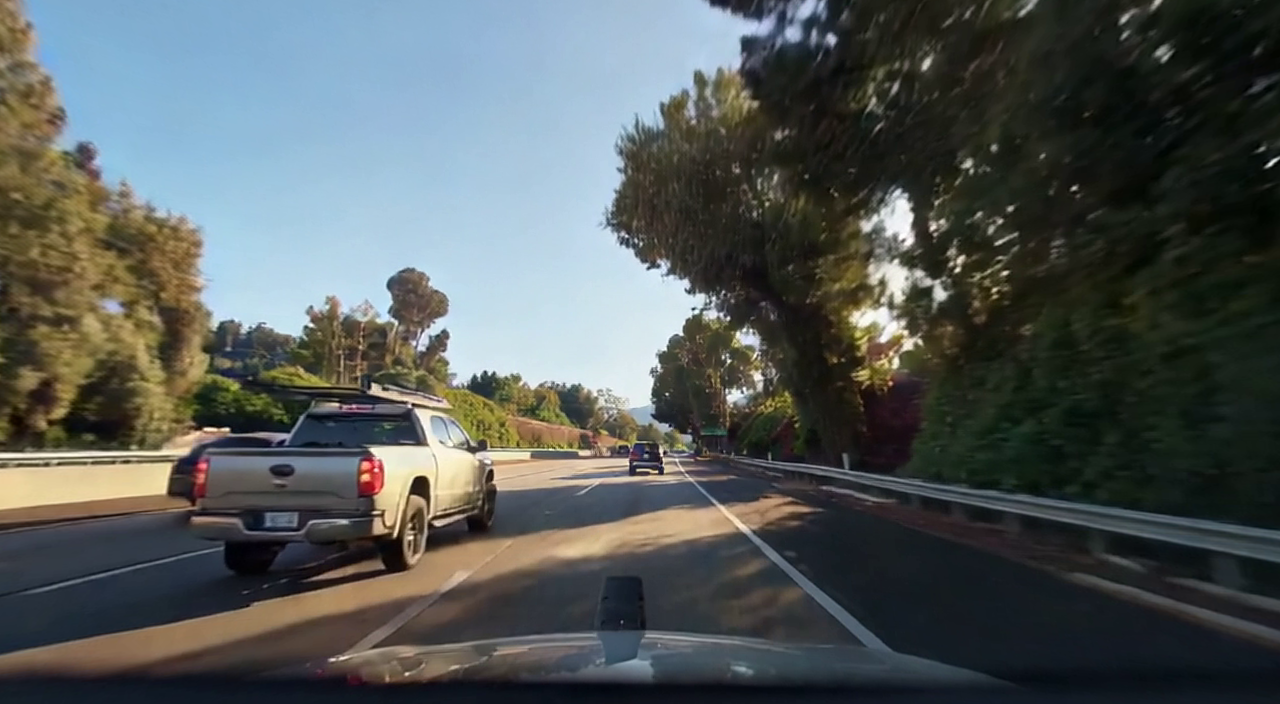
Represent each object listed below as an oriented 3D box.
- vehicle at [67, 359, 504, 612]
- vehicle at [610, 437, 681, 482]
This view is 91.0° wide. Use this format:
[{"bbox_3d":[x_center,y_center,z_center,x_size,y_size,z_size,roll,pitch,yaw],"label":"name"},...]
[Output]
[{"bbox_3d":[-3.271,1.393,7.386,2.250,1.947,4.860,0,-9,0],"label":"vehicle"},{"bbox_3d":[0.250,4.492,26.654,2.715,1.669,5.163,0,-9,1],"label":"vehicle"}]
